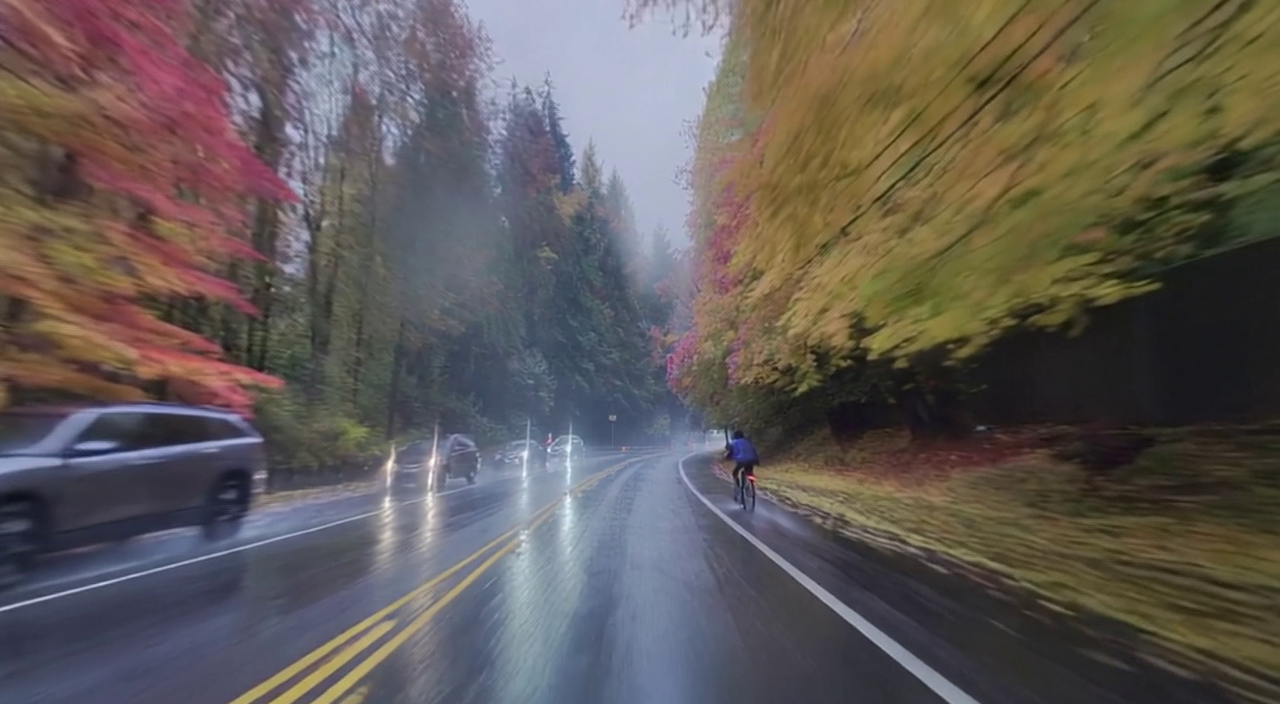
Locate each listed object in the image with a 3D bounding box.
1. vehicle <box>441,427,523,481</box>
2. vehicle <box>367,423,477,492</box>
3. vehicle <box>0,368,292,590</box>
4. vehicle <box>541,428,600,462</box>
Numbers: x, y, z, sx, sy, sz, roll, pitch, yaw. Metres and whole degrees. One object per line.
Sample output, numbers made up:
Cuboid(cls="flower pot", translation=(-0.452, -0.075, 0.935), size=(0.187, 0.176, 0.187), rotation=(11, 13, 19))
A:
Cuboid(cls="vehicle", translation=(-6.691, 4.393, 27.314), size=(2.008, 1.910, 4.809), rotation=(-6, -9, 2))
Cuboid(cls="vehicle", translation=(-7.157, 3.528, 21.304), size=(1.955, 1.908, 4.680), rotation=(-5, -9, 1))
Cuboid(cls="vehicle", translation=(-7.144, 1.529, 7.806), size=(2.312, 2.075, 5.748), rotation=(-3, -9, 2))
Cuboid(cls="vehicle", translation=(-5.261, 7.197, 48.738), size=(3.139, 2.119, 5.889), rotation=(-6, -9, 6))
